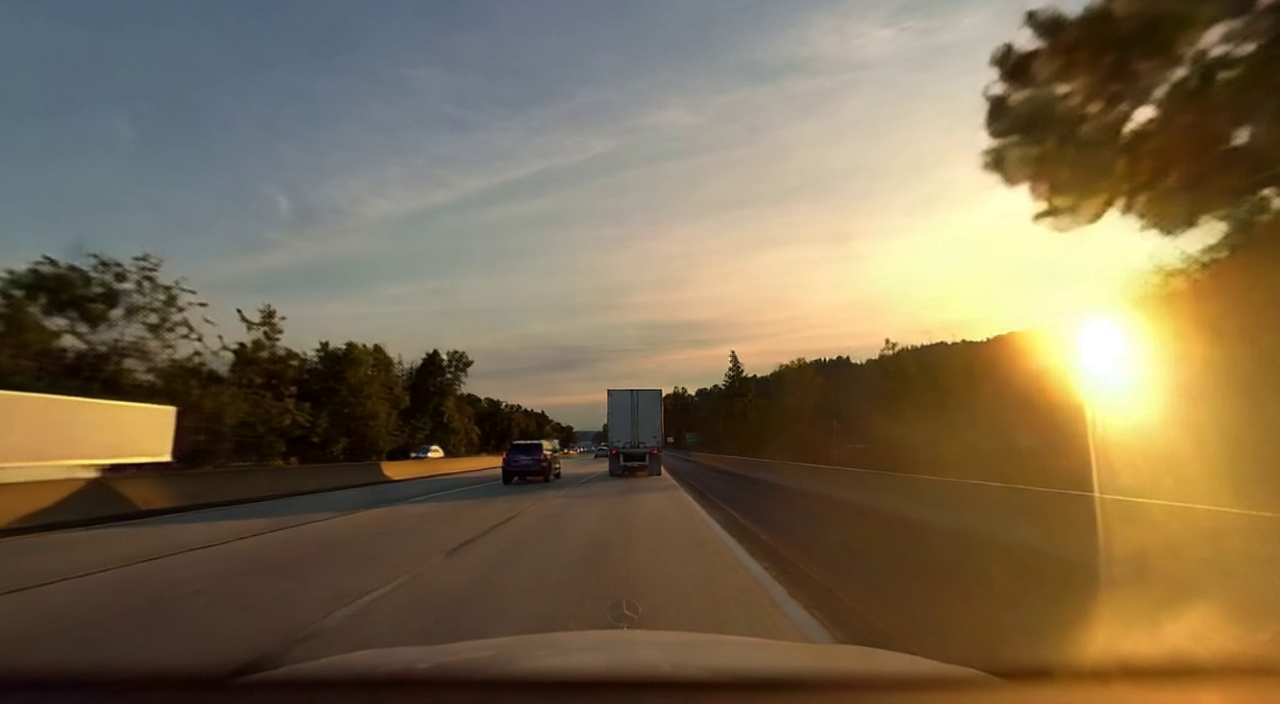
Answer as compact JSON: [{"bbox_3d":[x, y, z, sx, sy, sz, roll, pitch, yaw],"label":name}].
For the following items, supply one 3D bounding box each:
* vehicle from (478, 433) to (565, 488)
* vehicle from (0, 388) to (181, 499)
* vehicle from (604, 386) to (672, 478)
[{"bbox_3d":[-4.304,4.066,23.835,2.285,1.833,4.984,0,-9,1],"label":"vehicle"},{"bbox_3d":[-26.039,3.661,25.144,2.926,4.189,16.364,0,-9,1],"label":"vehicle"},{"bbox_3d":[-0.094,4.472,34.396,3.052,4.132,11.336,0,-9,0],"label":"vehicle"}]
